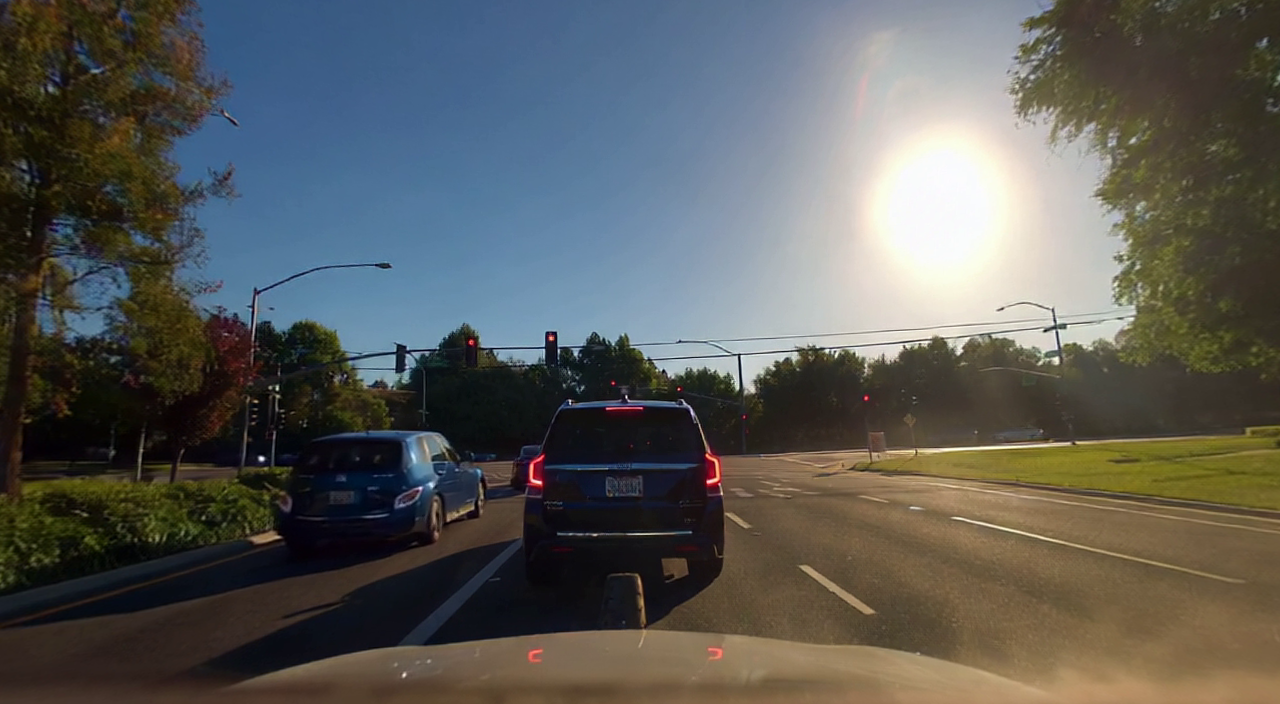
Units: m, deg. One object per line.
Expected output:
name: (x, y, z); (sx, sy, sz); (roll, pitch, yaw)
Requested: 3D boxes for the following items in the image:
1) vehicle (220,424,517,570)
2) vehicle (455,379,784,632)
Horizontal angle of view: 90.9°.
vehicle: (-3.352, 1.897, 9.229); (2.061, 1.504, 5.142); (0, -8, 0)
vehicle: (-0.167, 1.380, 6.584); (2.298, 1.770, 4.138); (0, -8, -1)
